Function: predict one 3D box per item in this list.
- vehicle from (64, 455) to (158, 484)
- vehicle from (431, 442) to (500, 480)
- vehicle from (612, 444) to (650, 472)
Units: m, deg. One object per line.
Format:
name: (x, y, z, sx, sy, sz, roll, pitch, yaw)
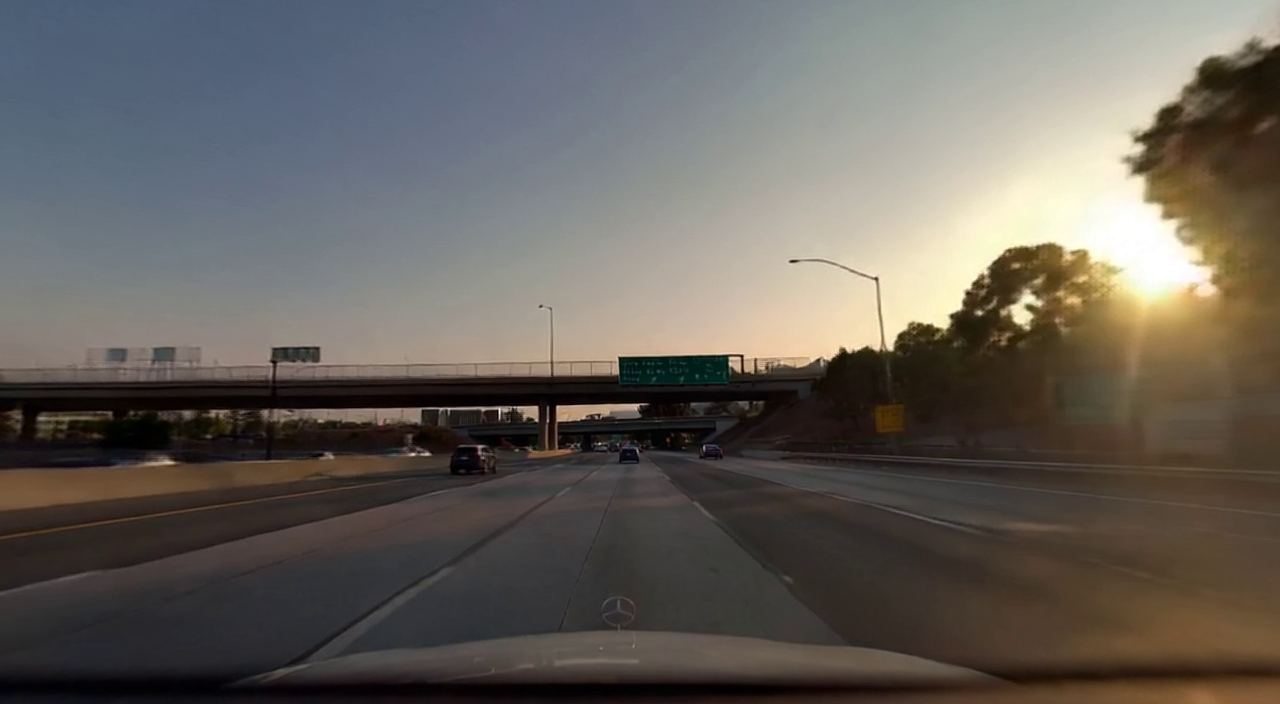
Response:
vehicle: (-34.918, 7.764, 41.908, 2.037, 1.705, 4.919, 0, -8, -1)
vehicle: (-7.833, 4.937, 28.873, 1.957, 1.554, 4.350, 0, -9, -1)
vehicle: (-0.534, 5.825, 34.949, 2.012, 1.471, 4.059, 0, -9, -2)
